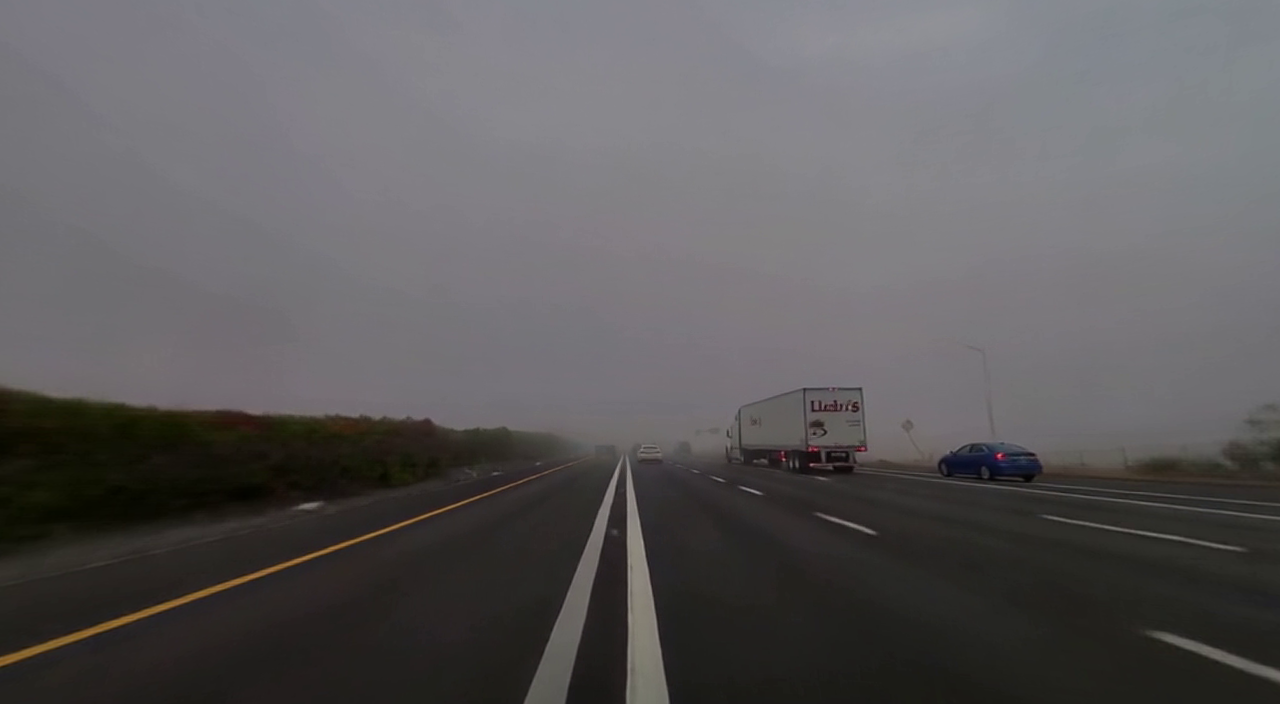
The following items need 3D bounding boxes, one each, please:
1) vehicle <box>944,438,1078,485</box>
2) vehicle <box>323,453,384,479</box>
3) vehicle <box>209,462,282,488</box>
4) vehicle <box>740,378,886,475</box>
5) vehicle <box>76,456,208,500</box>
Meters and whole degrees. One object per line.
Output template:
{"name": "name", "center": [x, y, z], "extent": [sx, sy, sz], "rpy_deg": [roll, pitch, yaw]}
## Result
{"name": "vehicle", "center": [12.674, 3.755, 21.979], "extent": [1.862, 1.462, 4.459], "rpy_deg": [0, -9, -2]}
{"name": "vehicle", "center": [-18.296, 7.269, 40.581], "extent": [1.910, 1.525, 4.501], "rpy_deg": [0, -9, -1]}
{"name": "vehicle", "center": [-25.267, 7.854, 40.654], "extent": [1.834, 1.461, 4.487], "rpy_deg": [0, -9, -1]}
{"name": "vehicle", "center": [8.686, 4.393, 35.201], "extent": [2.892, 4.128, 16.495], "rpy_deg": [0, -9, -2]}
{"name": "vehicle", "center": [-21.798, 5.512, 27.992], "extent": [1.946, 1.654, 4.809], "rpy_deg": [0, -9, 0]}
